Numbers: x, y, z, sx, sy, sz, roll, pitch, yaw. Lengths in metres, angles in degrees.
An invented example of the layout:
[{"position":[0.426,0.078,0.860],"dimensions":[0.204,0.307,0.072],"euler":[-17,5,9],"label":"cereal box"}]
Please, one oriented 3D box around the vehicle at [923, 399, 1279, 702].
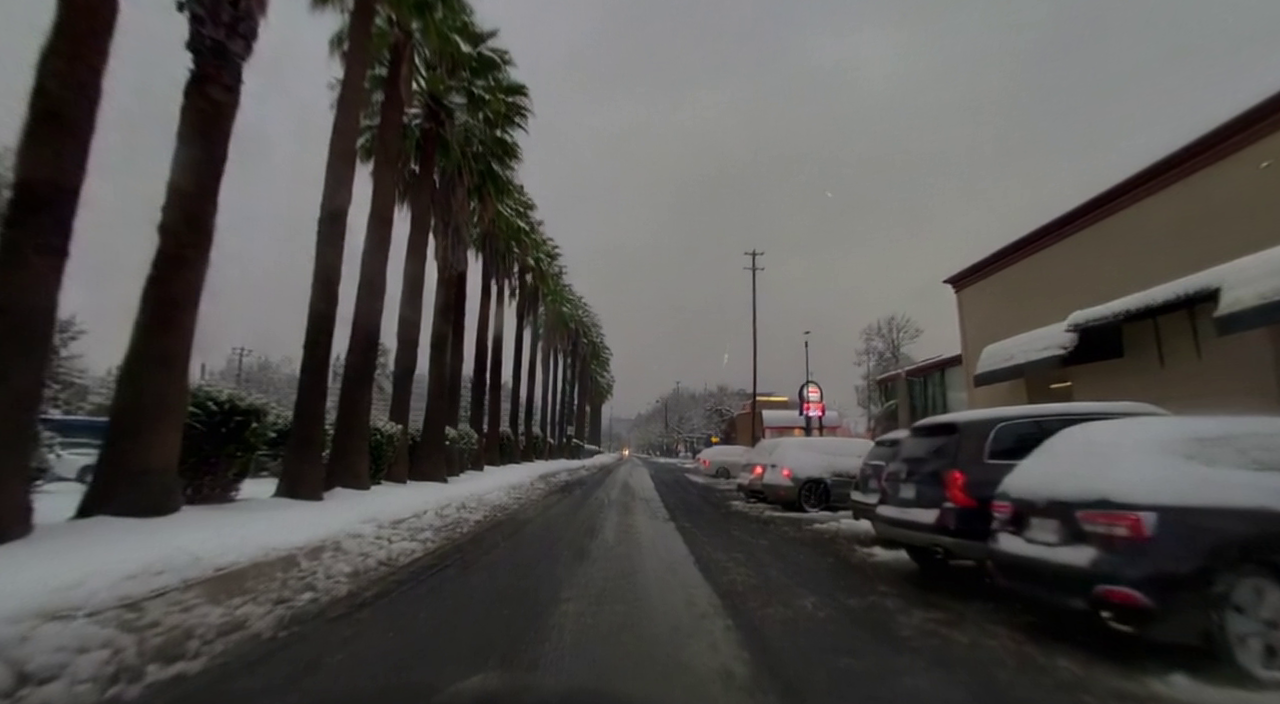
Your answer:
[{"position":[5.044,1.302,4.805],"dimensions":[4.787,1.747,1.956],"euler":[0,-9,-1],"label":"vehicle"}]
